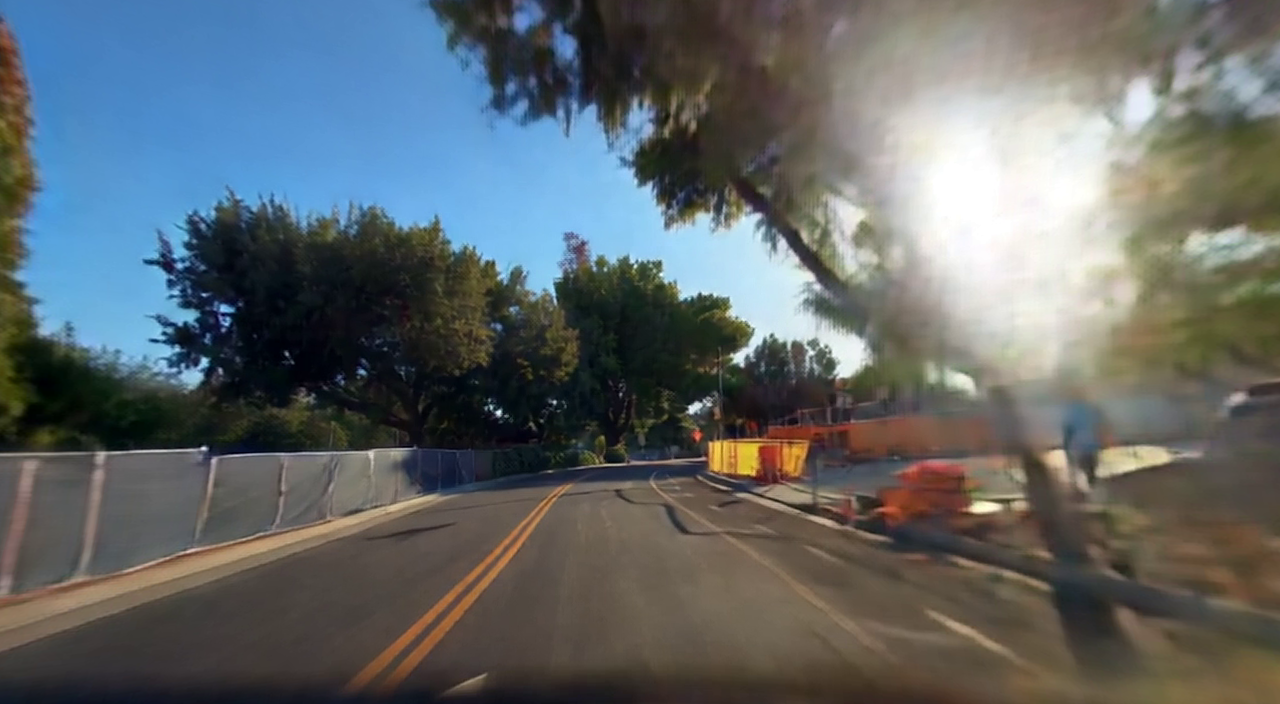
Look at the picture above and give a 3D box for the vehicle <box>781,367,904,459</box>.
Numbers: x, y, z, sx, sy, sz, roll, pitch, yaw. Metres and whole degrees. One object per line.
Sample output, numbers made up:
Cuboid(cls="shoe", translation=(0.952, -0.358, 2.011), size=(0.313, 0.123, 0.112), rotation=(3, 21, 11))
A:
Cuboid(cls="vehicle", translation=(9.411, 3.268, 30.998), size=(2.984, 3.691, 10.409), rotation=(-2, -9, 3))
